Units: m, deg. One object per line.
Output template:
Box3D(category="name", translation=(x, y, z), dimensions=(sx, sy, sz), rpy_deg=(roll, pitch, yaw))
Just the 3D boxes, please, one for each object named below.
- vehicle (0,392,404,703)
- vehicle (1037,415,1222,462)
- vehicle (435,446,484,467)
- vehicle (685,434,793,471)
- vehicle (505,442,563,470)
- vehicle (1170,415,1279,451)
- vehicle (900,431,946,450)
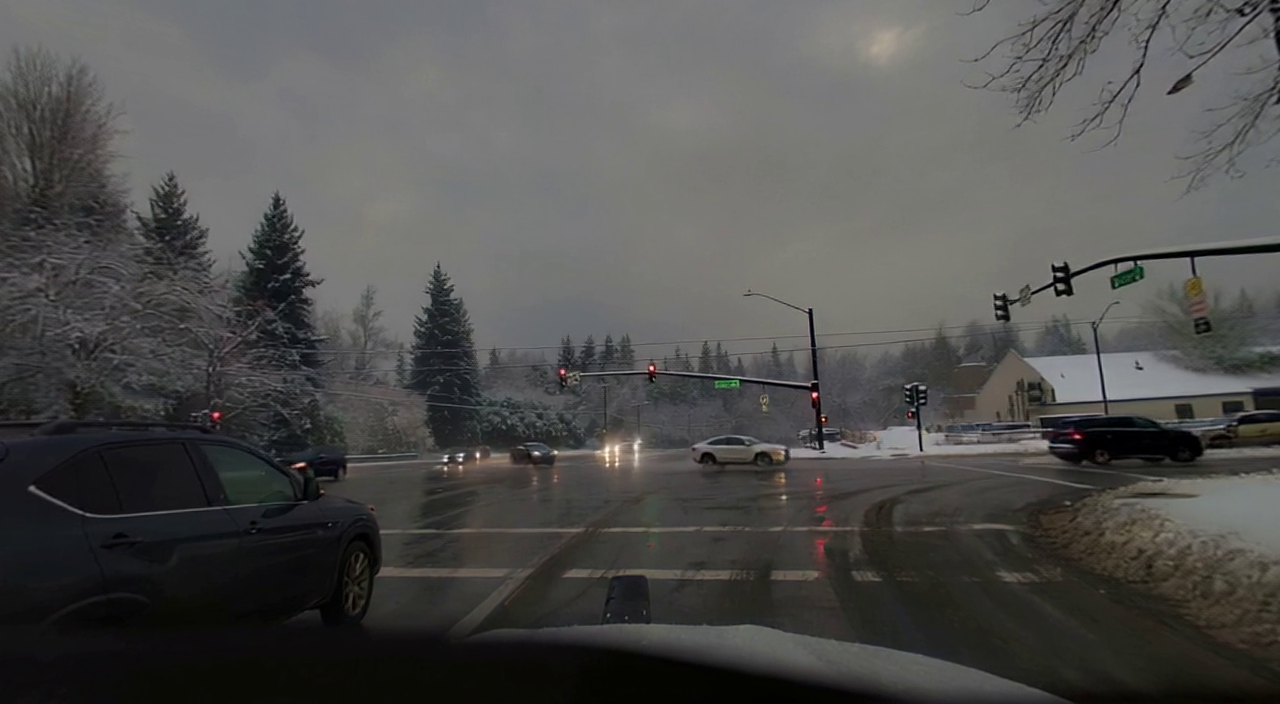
Box3D(category="vehicle", translation=(-2.948, 0.991, 2.745), dimensions=(1.924, 1.482, 4.734), rpy_deg=(0, -8, 1))
Box3D(category="vehicle", translation=(18.561, 3.340, 24.145), dimensions=(5.268, 1.687, 1.942), rpy_deg=(-1, -9, 4))
Box3D(category="vehicle", translation=(-13.543, 7.852, 47.587), dimensions=(1.921, 1.480, 4.652), rpy_deg=(-1, -8, 5))
Box3D(category="vehicle", translation=(4.293, 4.359, 27.482), dimensions=(4.180, 1.478, 1.986), rpy_deg=(-5, -10, 28))
Box3D(category="vehicle", translation=(-6.005, 5.778, 35.358), dimensions=(1.841, 1.450, 4.364), rpy_deg=(4, -10, -29))
Box3D(category="vehicle", translation=(26.855, 3.654, 28.418), dimensions=(4.240, 1.540, 1.944), rpy_deg=(0, -8, -4))
Box3D(category="vehicle", translation=(22.431, 6.992, 49.851), dimensions=(1.930, 1.410, 4.313), rpy_deg=(-8, -12, 43))
